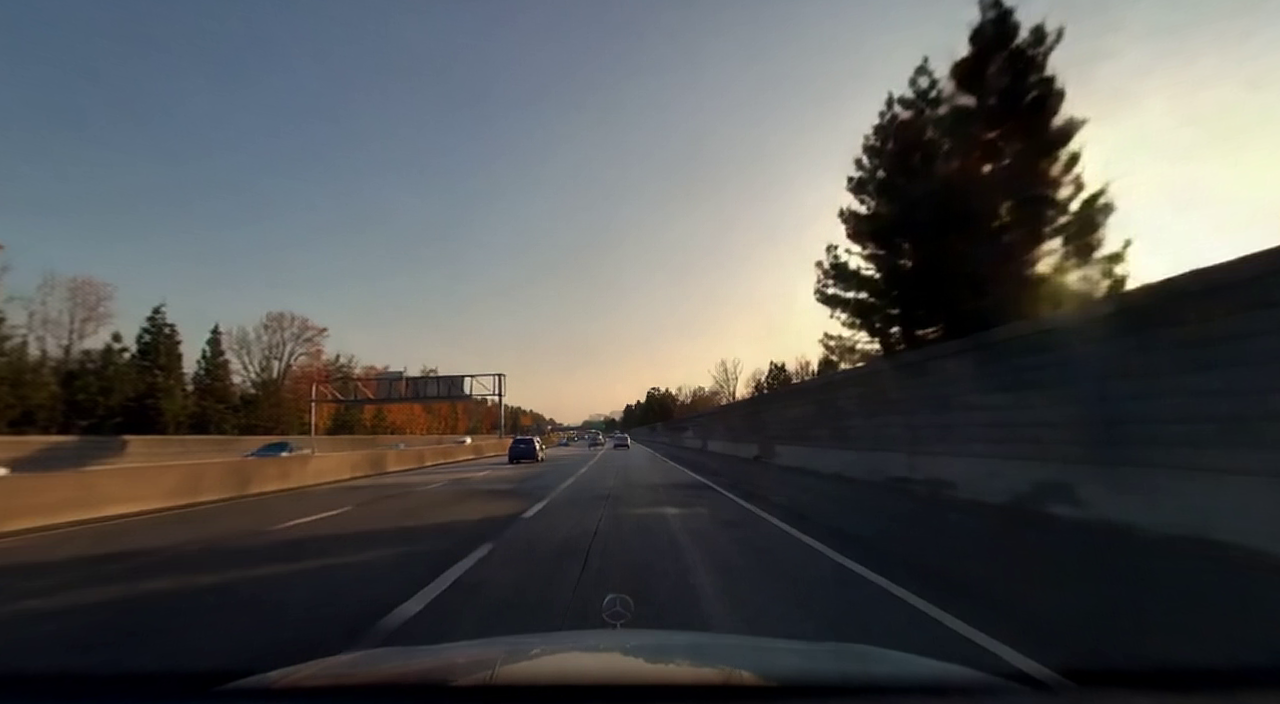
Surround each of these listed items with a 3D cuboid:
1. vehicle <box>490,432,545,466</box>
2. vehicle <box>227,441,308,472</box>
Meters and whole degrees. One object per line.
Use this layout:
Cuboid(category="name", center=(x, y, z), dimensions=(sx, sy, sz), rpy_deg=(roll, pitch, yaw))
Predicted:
Cuboid(category="vehicle", center=(-5.841, 4.654, 30.439), dimensions=(1.988, 1.505, 4.044), rpy_deg=(0, -8, -2))
Cuboid(category="vehicle", center=(-19.716, 5.531, 33.514), dimensions=(1.830, 1.500, 4.153), rpy_deg=(0, -8, -1))
